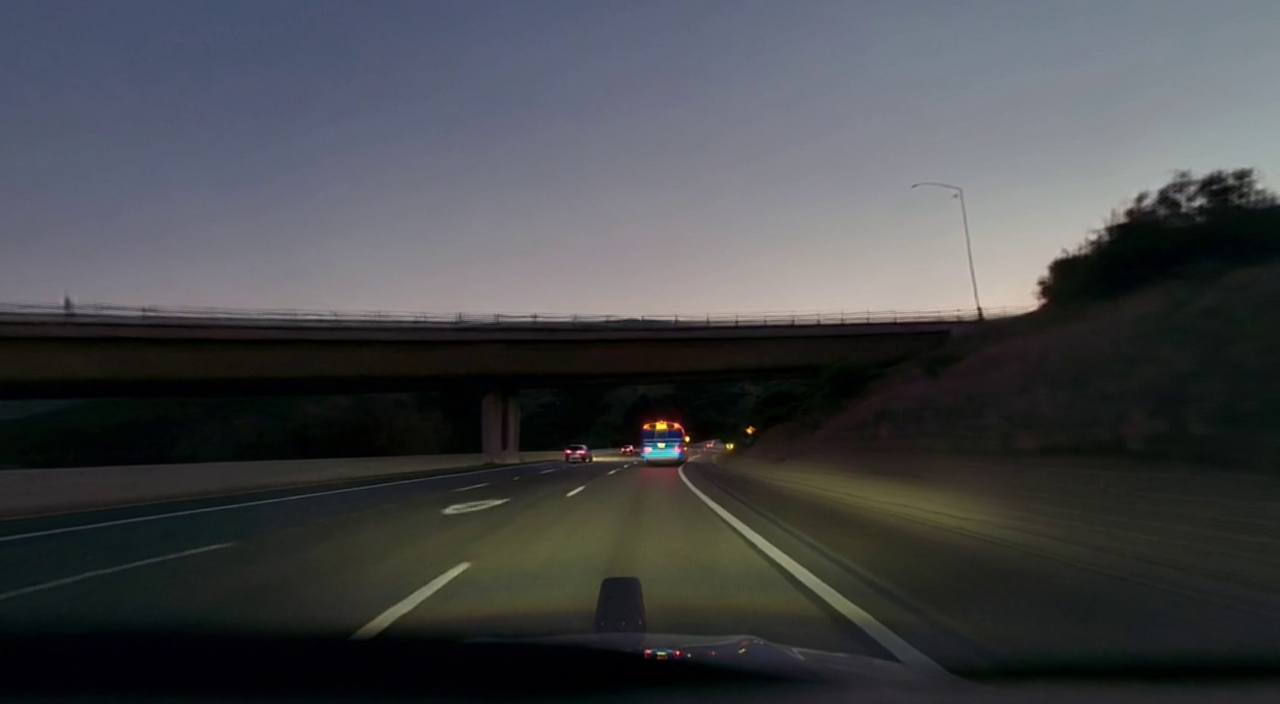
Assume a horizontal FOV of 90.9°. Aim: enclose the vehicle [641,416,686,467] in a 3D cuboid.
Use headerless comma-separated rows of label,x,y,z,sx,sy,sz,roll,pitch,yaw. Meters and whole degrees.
vehicle,1.846,6.641,46.532,2.945,3.295,10.406,0,-8,3
